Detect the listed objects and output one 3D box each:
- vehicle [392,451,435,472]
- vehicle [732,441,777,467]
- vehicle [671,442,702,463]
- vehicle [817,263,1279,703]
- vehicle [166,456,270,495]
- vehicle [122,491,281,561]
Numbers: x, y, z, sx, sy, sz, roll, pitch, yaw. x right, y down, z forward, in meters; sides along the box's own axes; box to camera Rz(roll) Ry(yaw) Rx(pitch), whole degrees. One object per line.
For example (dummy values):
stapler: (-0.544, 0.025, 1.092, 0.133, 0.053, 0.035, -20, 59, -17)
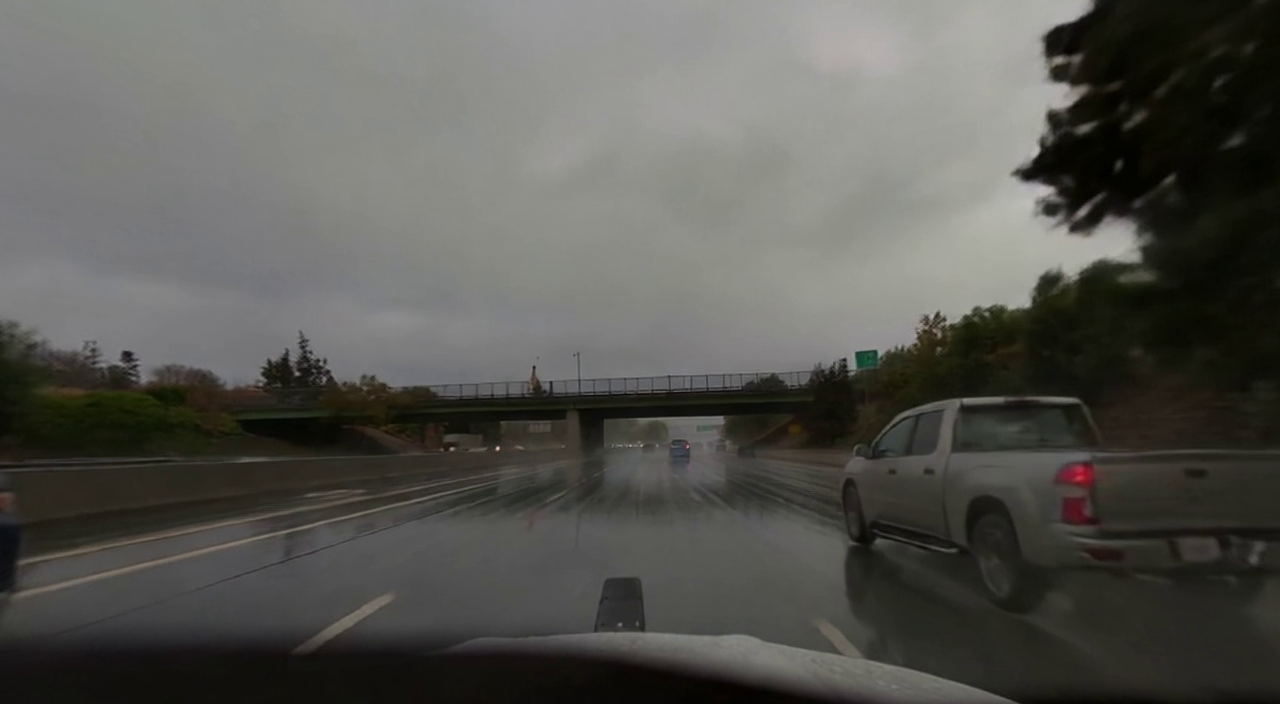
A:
vehicle: (-17.464, 8.428, 48.879, 1.851, 1.546, 3.900, 0, -9, 1)
vehicle: (7.134, 6.397, 39.649, 1.989, 1.529, 4.375, 0, -9, 0)
vehicle: (3.430, 7.543, 47.390, 1.981, 1.471, 4.342, 0, -9, 1)
vehicle: (3.728, 1.090, 5.346, 2.693, 2.044, 5.882, 0, -9, -1)
vehicle: (-18.243, 5.329, 27.564, 1.806, 1.536, 3.839, 0, -9, 1)
vehicle: (-13.582, 5.371, 20.003, 1.851, 1.460, 4.715, -2, -8, -3)
